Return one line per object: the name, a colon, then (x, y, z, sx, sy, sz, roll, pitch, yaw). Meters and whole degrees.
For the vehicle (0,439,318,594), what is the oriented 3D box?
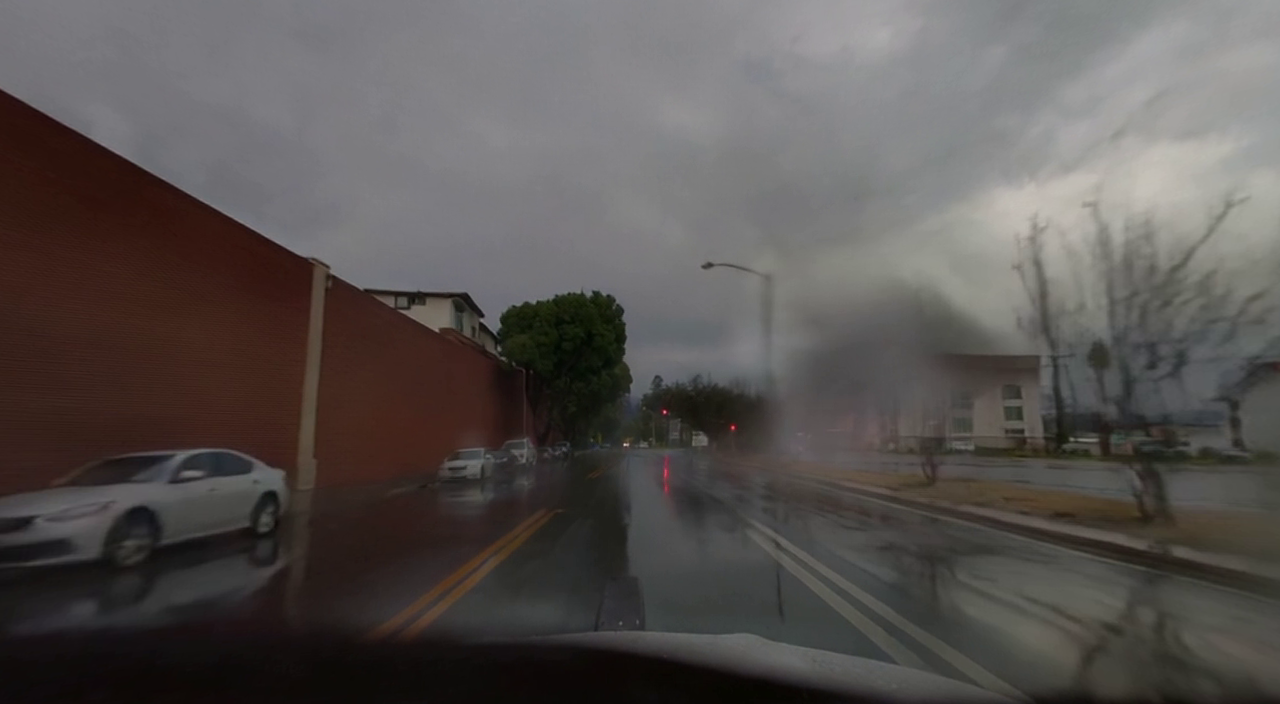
vehicle: (-6.712, 2.026, 8.905, 1.929, 1.491, 4.642, 3, -8, -1)

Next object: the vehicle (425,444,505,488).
vehicle: (-6.946, 4.528, 25.562, 1.989, 1.485, 4.218, 2, -7, 0)
